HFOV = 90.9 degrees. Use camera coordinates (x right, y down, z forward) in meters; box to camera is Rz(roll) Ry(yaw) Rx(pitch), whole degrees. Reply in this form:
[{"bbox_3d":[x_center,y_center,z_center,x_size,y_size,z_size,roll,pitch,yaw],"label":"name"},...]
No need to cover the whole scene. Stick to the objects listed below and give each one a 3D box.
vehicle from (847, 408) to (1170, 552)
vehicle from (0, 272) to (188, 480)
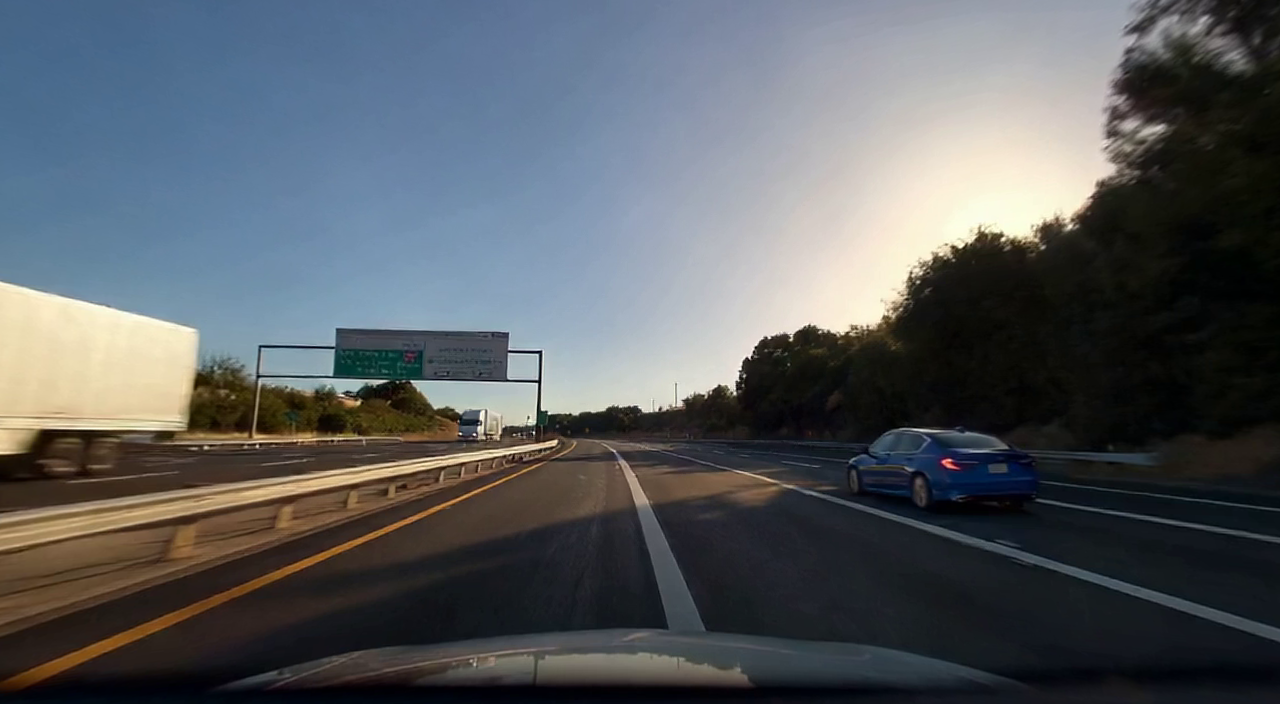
[{"bbox_3d":[4.878,1.718,9.262,1.997,1.589,4.179,0,-8,-4],"label":"vehicle"},{"bbox_3d":[-13.740,0.167,9.959,2.957,3.977,14.659,0,-8,-2],"label":"vehicle"}]
